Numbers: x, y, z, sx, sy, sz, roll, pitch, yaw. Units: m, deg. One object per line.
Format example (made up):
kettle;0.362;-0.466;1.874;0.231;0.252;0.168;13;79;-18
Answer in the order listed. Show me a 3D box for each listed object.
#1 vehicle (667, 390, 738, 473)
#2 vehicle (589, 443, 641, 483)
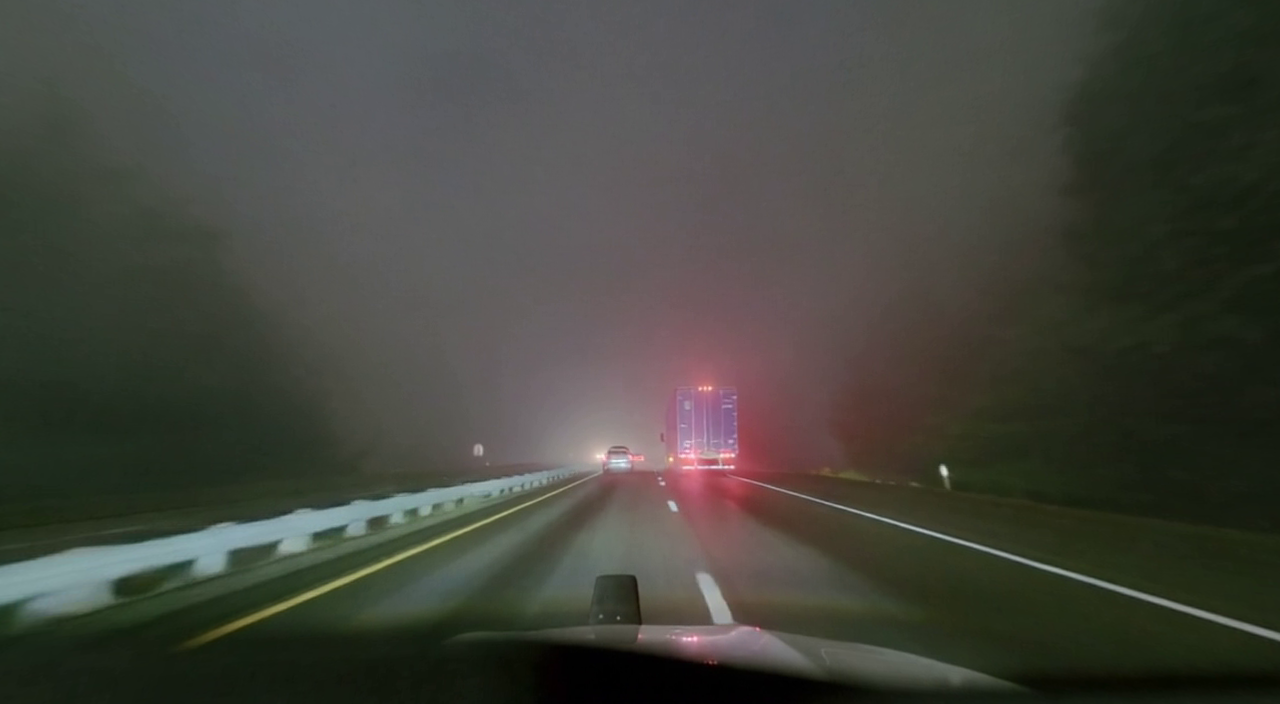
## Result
vehicle;3.527;5.200;39.475;3.167;4.180;14.924;1;-9;1
vehicle;-1.102;5.156;29.385;2.160;1.691;4.243;-1;-9;1
